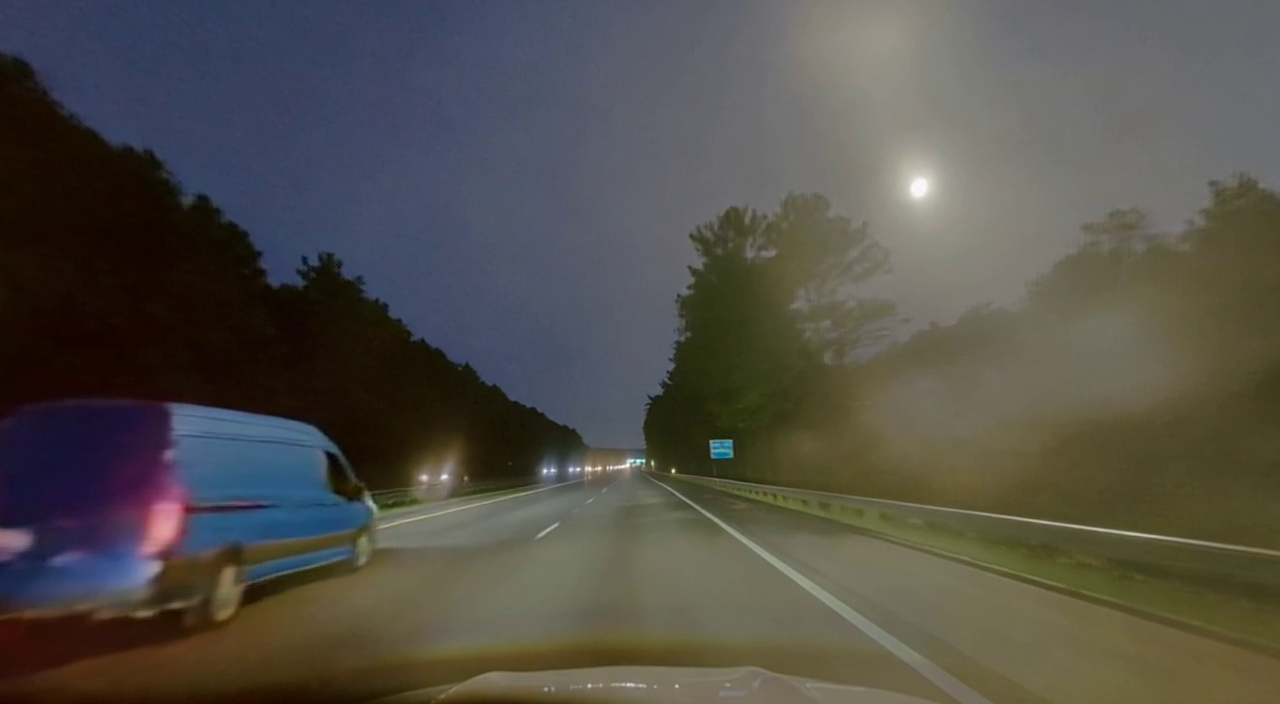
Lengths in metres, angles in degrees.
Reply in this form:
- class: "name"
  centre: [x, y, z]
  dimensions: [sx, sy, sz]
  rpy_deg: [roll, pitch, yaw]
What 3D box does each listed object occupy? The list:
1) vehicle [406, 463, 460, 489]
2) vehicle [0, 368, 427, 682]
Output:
- class: "vehicle"
  centre: [-12.850, 7.723, 39.386]
  dimensions: [2.001, 1.509, 4.071]
  rpy_deg: [1, -11, 0]
- class: "vehicle"
  centre: [-3.946, 1.425, 6.099]
  dimensions: [2.100, 1.824, 4.634]
  rpy_deg: [1, -11, 0]
